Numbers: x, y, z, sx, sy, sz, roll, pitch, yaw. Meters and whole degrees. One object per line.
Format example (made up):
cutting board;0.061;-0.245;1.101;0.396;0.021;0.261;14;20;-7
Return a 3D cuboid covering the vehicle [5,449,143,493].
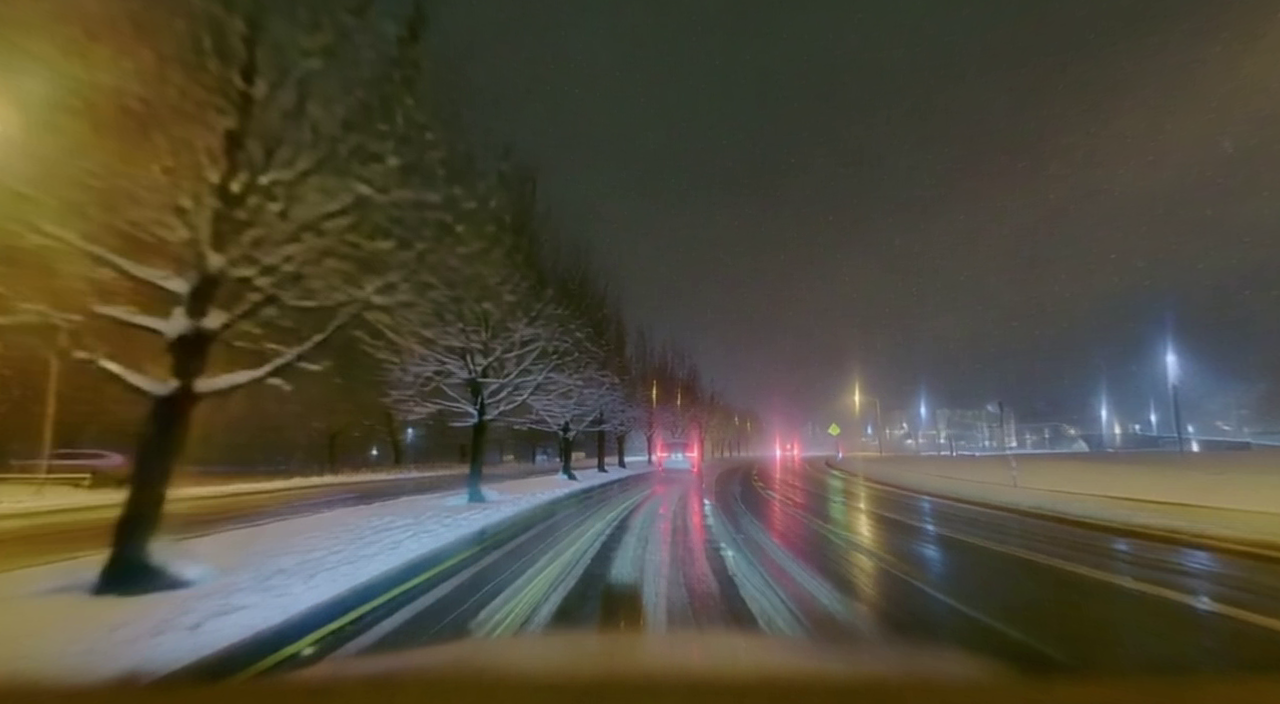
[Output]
vehicle;-21.615;4.516;24.254;1.829;1.501;4.149;1;-9;-8

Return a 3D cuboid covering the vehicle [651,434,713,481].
vehicle;2.059;4.780;28.855;2.371;1.926;5.615;-1;-9;8
